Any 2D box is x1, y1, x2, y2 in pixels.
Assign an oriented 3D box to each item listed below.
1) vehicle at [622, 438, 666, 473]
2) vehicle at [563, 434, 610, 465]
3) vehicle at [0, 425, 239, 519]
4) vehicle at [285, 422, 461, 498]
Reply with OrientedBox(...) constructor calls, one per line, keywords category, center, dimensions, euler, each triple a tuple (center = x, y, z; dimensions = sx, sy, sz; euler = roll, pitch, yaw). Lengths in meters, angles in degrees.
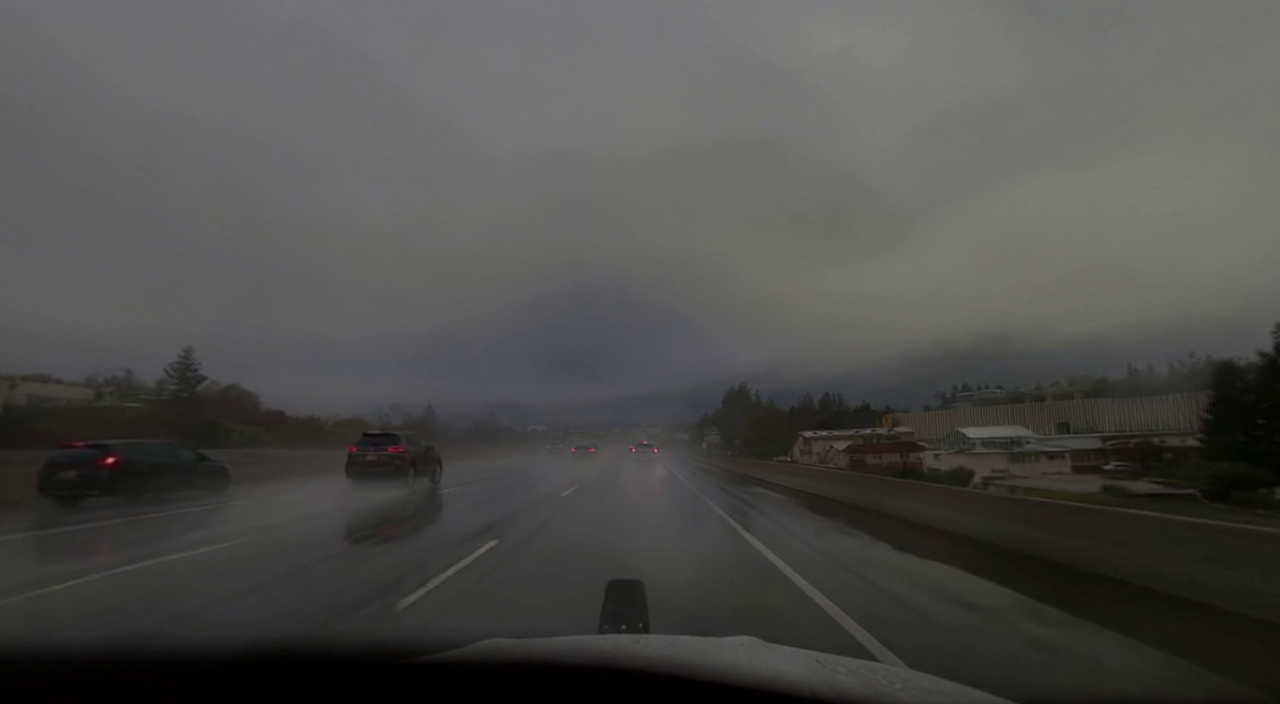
OrientedBox(category="vehicle", center=(0.190, 5.382, 33.037), dimensions=(2.135, 1.697, 4.757), euler=(0, -8, 0))
OrientedBox(category="vehicle", center=(-3.726, 6.953, 45.151), dimensions=(2.751, 2.050, 5.761), euler=(0, -8, 1))
OrientedBox(category="vehicle", center=(-11.616, 2.578, 14.104), dimensions=(2.187, 1.726, 4.634), euler=(0, -8, 1))
OrientedBox(category="vehicle", center=(-7.559, 3.149, 18.878), dimensions=(2.521, 1.901, 5.988), euler=(0, -8, 1))
